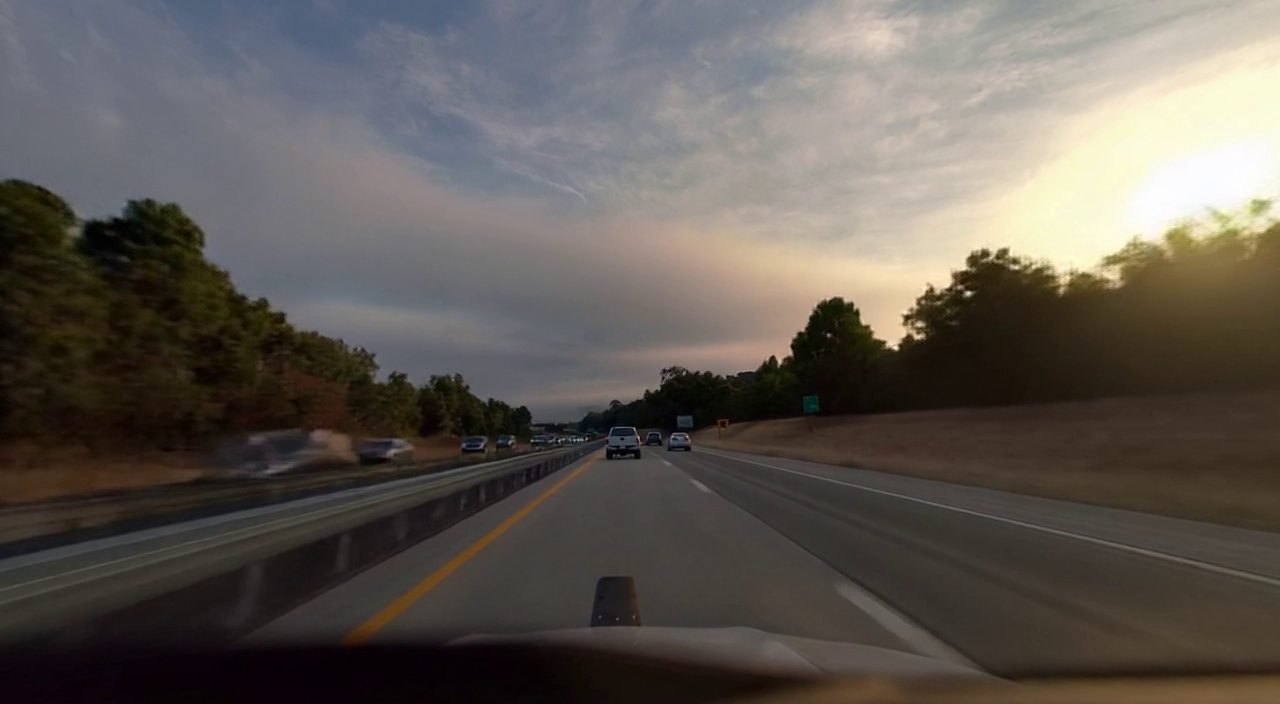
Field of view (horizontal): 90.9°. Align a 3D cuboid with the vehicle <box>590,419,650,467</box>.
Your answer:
[{"bbox_3d":[-0.910,4.179,29.031,2.503,2.044,4.633,0,-8,-2],"label":"vehicle"}]

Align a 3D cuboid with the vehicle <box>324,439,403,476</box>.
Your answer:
[{"bbox_3d":[-13.465,5.133,31.007,2.015,1.671,4.292,0,-8,-1],"label":"vehicle"}]

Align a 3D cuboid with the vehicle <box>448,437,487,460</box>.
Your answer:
[{"bbox_3d":[-13.093,7.329,47.960,1.940,1.665,3.934,0,-8,-2],"label":"vehicle"}]

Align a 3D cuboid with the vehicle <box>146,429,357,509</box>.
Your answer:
[{"bbox_3d":[-9.324,2.814,15.785,2.293,1.670,4.765,0,-8,-1],"label":"vehicle"}]
